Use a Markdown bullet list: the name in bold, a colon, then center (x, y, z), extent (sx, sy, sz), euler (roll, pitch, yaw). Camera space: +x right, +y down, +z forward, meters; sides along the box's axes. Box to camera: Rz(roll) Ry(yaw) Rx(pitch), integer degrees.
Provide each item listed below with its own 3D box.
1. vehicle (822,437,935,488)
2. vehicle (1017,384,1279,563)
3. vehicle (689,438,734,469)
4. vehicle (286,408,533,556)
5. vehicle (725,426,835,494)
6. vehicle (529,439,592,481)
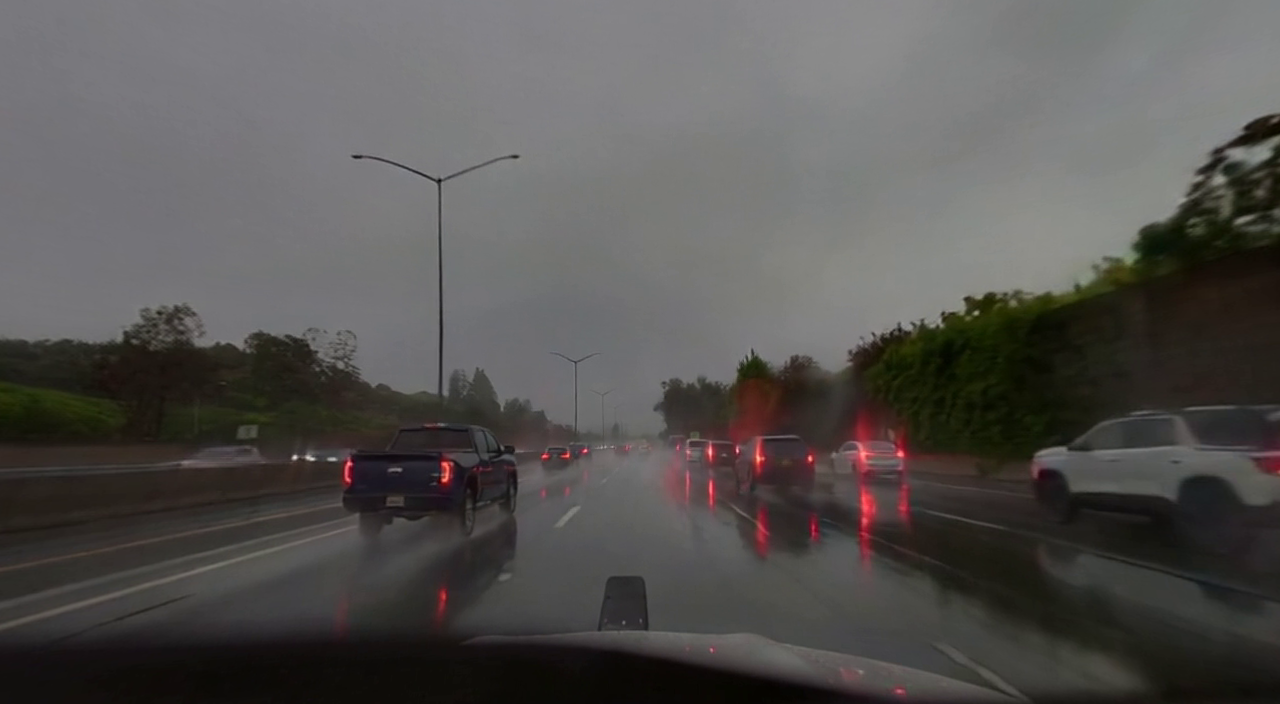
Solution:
- **vehicle**: center (7.632, 3.564, 20.736), extent (1.904, 1.473, 4.598), euler (0, -8, 0)
- **vehicle**: center (7.797, 1.595, 8.882), extent (2.067, 1.869, 4.657), euler (-1, -8, 0)
- **vehicle**: center (4.135, 5.971, 37.319), extent (2.023, 1.670, 4.869), euler (0, -8, -1)
- **vehicle**: center (-3.204, 1.927, 10.087), extent (2.139, 1.764, 4.707), euler (-1, -8, 0)
- **vehicle**: center (4.032, 3.201, 19.107), extent (2.144, 1.752, 4.765), euler (0, -8, -1)
- **vehicle**: center (-3.297, 4.565, 27.073), extent (1.974, 1.589, 5.047), euler (-1, -8, 1)
